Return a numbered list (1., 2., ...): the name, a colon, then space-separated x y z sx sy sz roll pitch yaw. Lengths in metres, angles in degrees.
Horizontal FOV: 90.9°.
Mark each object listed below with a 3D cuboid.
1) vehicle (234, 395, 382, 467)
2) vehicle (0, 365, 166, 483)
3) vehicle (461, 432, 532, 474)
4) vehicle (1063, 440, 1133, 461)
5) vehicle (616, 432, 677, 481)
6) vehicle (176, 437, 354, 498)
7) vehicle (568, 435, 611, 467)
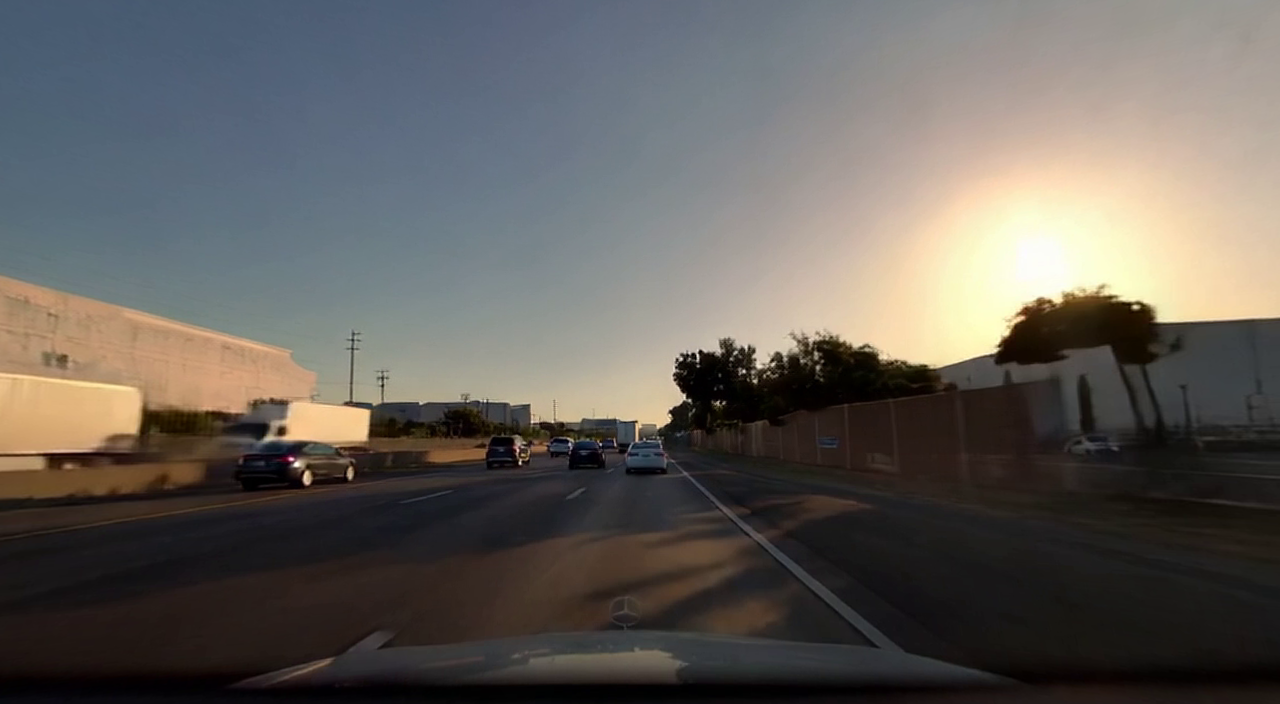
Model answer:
1. vehicle: -19.984 5.008 39.245 2.950 3.847 11.043 0 -8 1
2. vehicle: -24.020 2.451 21.574 2.888 4.123 16.307 0 -8 1
3. vehicle: -6.673 4.747 29.871 2.105 1.790 4.689 -1 -8 2
4. vehicle: 35.369 7.598 48.880 1.855 1.490 4.704 0 -8 0
5. vehicle: 0.252 3.964 24.171 2.136 1.678 4.052 0 -8 1
6. vehicle: -10.443 3.231 18.158 1.910 1.501 5.004 -1 -8 2
7. vehicle: -3.006 6.001 38.393 2.108 1.832 4.549 -1 -8 2
